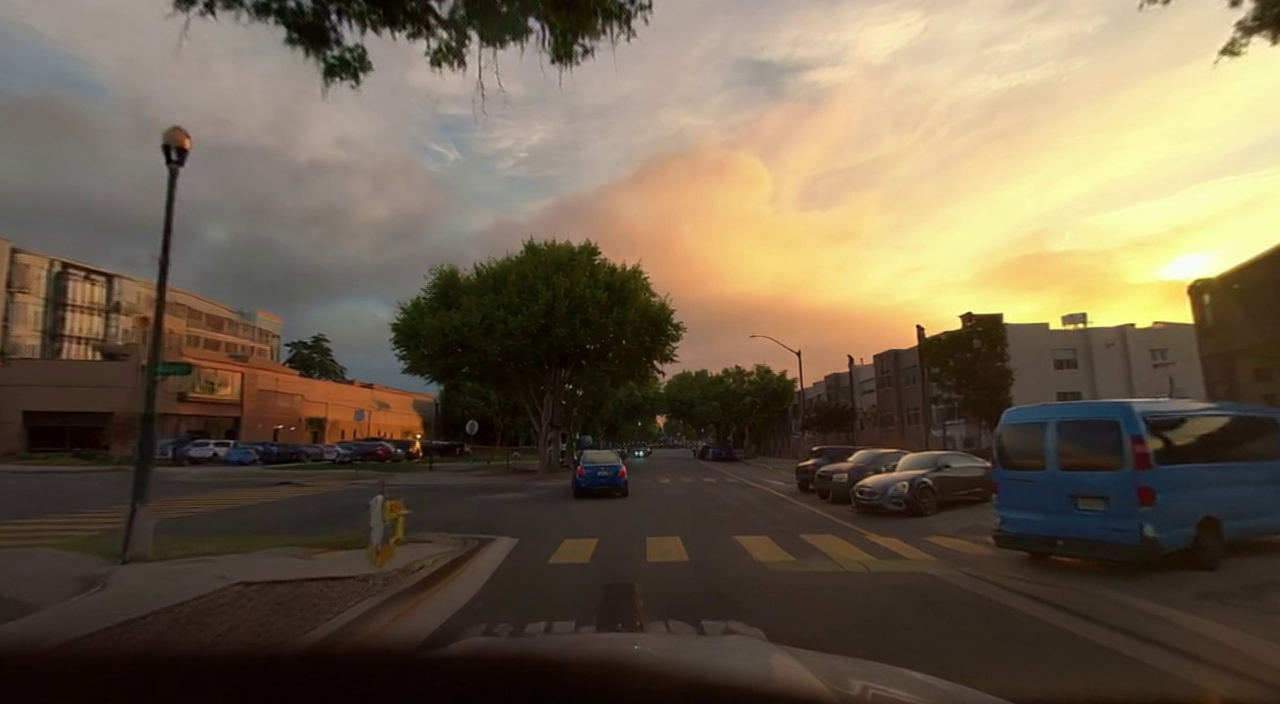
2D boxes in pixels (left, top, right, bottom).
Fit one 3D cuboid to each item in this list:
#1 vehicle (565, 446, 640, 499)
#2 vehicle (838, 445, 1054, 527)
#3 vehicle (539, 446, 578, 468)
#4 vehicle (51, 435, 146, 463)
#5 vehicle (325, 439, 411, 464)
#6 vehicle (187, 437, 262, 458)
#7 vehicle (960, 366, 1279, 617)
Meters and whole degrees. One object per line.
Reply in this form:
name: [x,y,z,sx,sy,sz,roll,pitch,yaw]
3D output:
vehicle: [-1.241,3.710,19.916,2.065,1.450,4.522,1,-9,-5]
vehicle: [6.485,2.731,13.401,4.097,1.476,1.864,4,-9,-25]
vehicle: [-5.885,7.659,46.137,2.049,1.490,4.501,0,-8,3]
vehicle: [-31.776,5.683,37.115,3.915,1.574,1.850,0,-9,3]
vehicle: [-18.336,6.729,42.769,4.892,1.679,1.927,1,-9,-6]
vehicle: [-31.861,7.332,48.535,4.410,1.611,1.880,0,-9,-1]
vehicle: [6.733,1.502,7.610,5.385,2.146,2.143,4,-9,-25]
